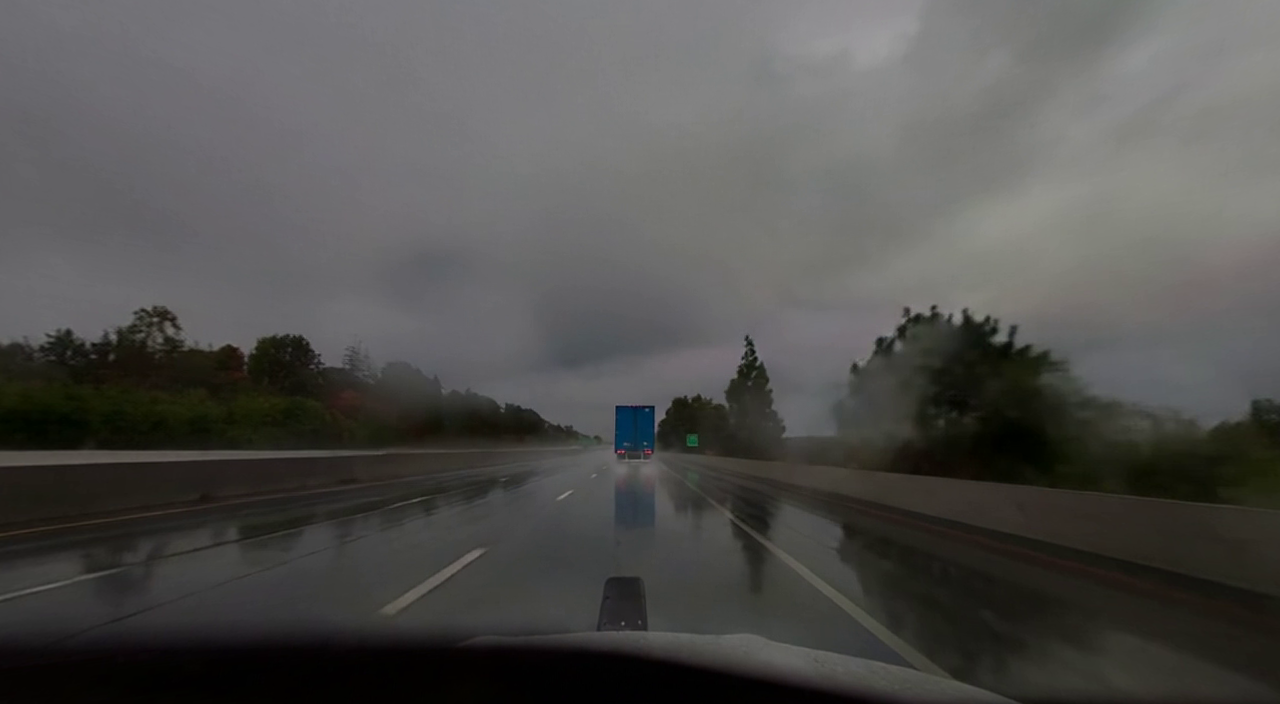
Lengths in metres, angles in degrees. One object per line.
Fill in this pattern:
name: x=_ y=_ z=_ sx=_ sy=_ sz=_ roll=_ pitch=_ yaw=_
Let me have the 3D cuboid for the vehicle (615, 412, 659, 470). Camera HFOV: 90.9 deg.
vehicle: x=-0.312 y=6.901 z=48.540 sx=2.982 sy=3.947 sz=11.075 roll=0 pitch=-9 yaw=-1
